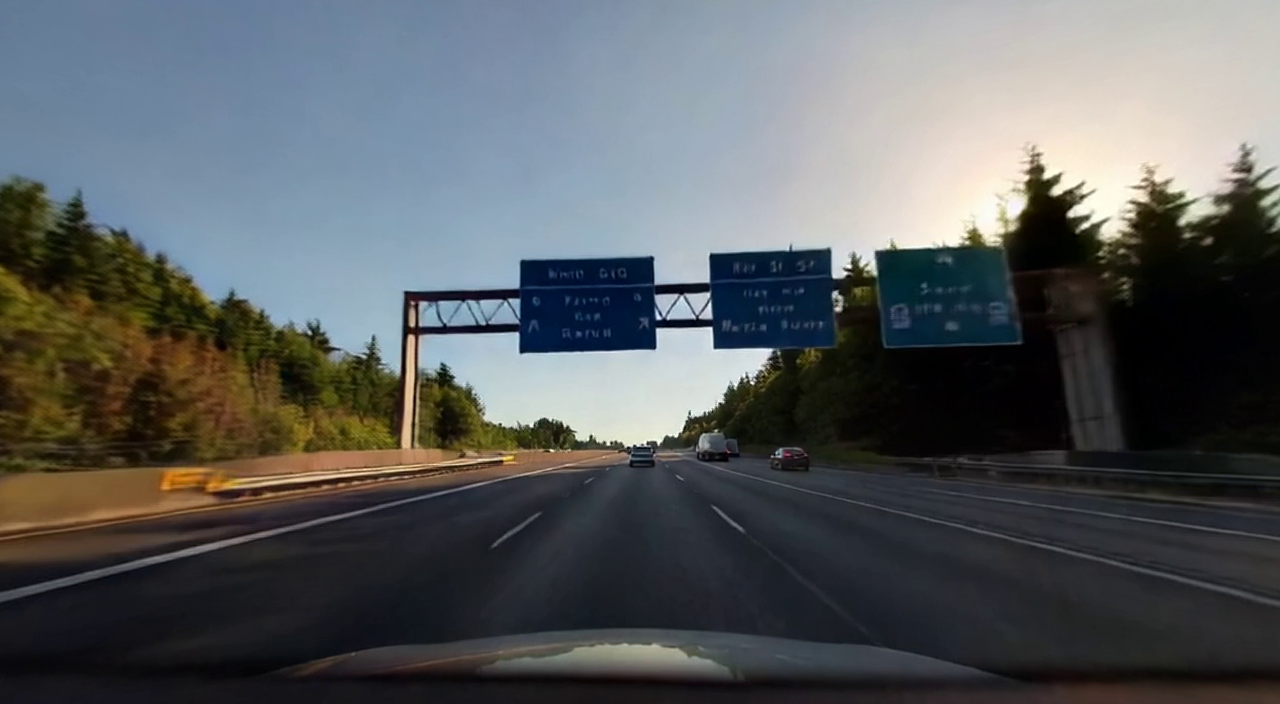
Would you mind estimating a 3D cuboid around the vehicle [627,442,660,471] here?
[{"bbox_3d":[0.226,7.239,43.819,2.167,1.847,4.097,0,-9,0],"label":"vehicle"}]

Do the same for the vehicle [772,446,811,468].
[{"bbox_3d":[11.797,8.213,49.401,1.989,1.591,4.348,0,-9,0],"label":"vehicle"}]
